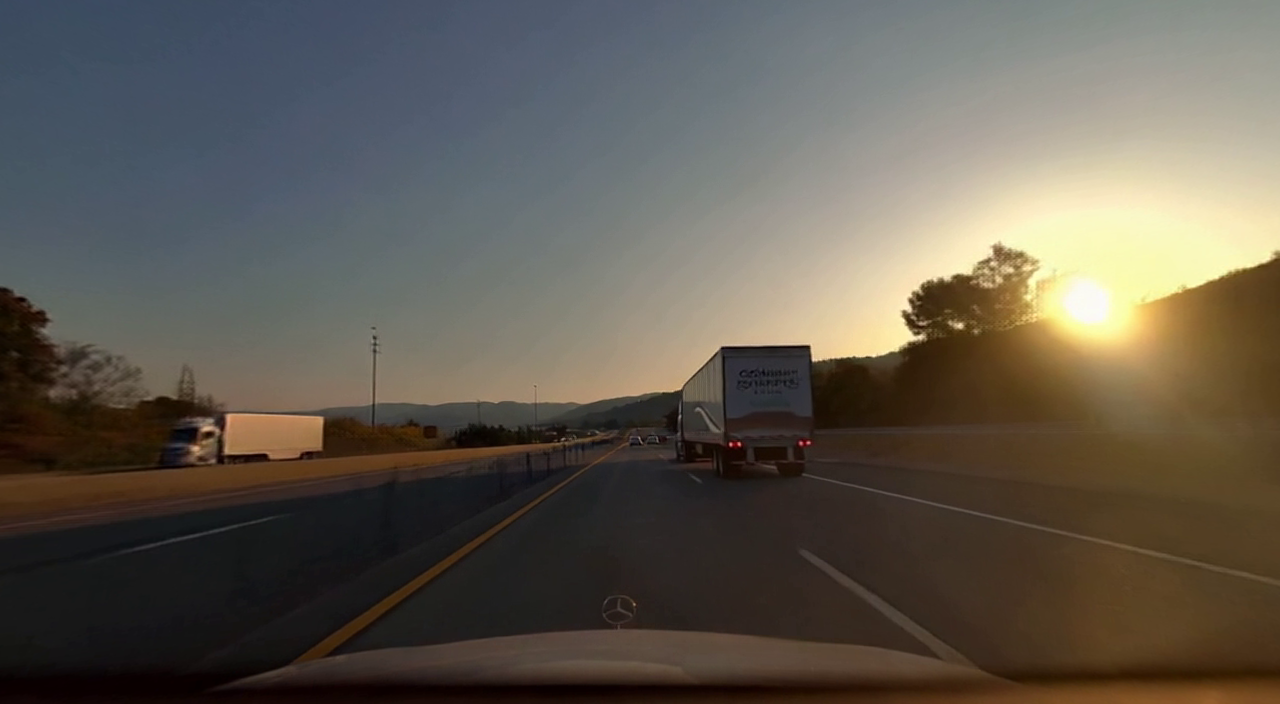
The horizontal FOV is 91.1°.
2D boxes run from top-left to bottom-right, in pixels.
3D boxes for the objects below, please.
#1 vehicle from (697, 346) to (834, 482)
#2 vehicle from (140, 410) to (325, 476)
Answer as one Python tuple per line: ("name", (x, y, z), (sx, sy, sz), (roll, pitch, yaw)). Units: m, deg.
("vehicle", (3.917, 2.291, 22.079), (2.888, 3.866, 8.380), (0, -8, -1))
("vehicle", (-29.401, 6.731, 46.947), (2.918, 4.122, 14.289), (-1, -8, 6))
